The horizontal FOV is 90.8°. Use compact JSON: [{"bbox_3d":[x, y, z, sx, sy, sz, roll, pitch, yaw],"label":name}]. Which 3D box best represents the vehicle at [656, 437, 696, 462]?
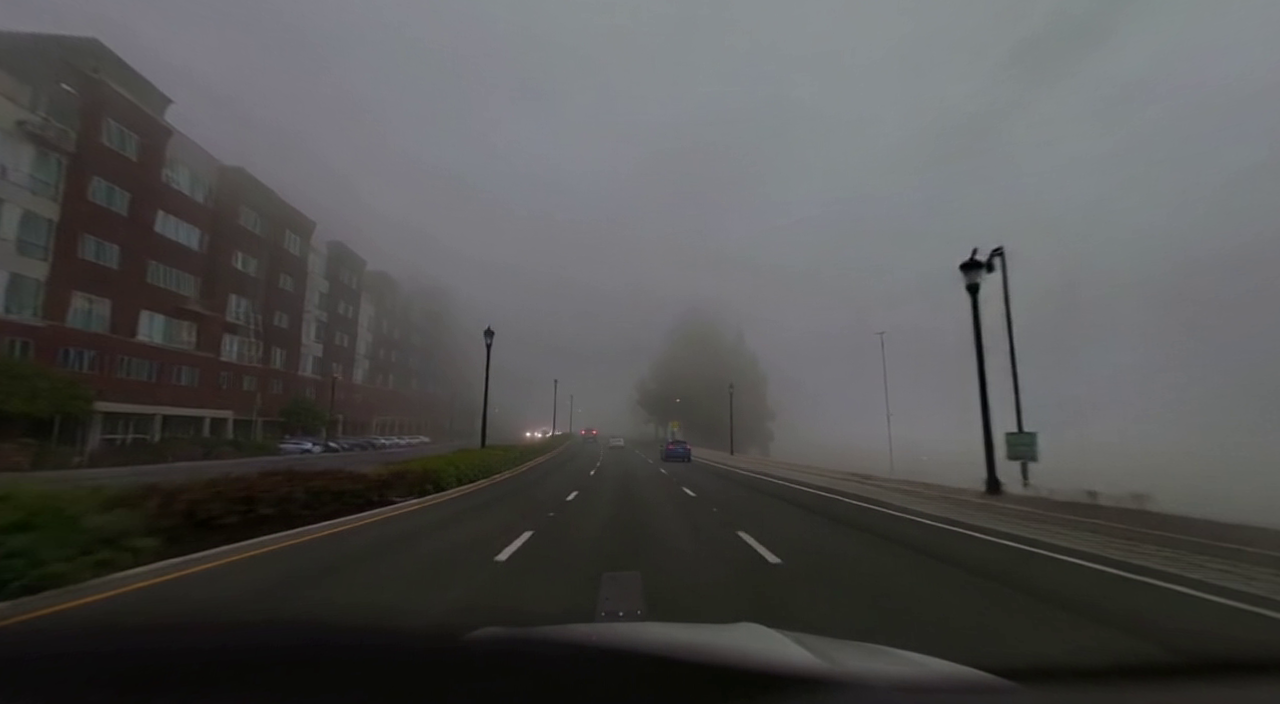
[{"bbox_3d":[2.251,6.248,40.634,2.090,1.506,4.382,0,-8,-3],"label":"vehicle"}]
